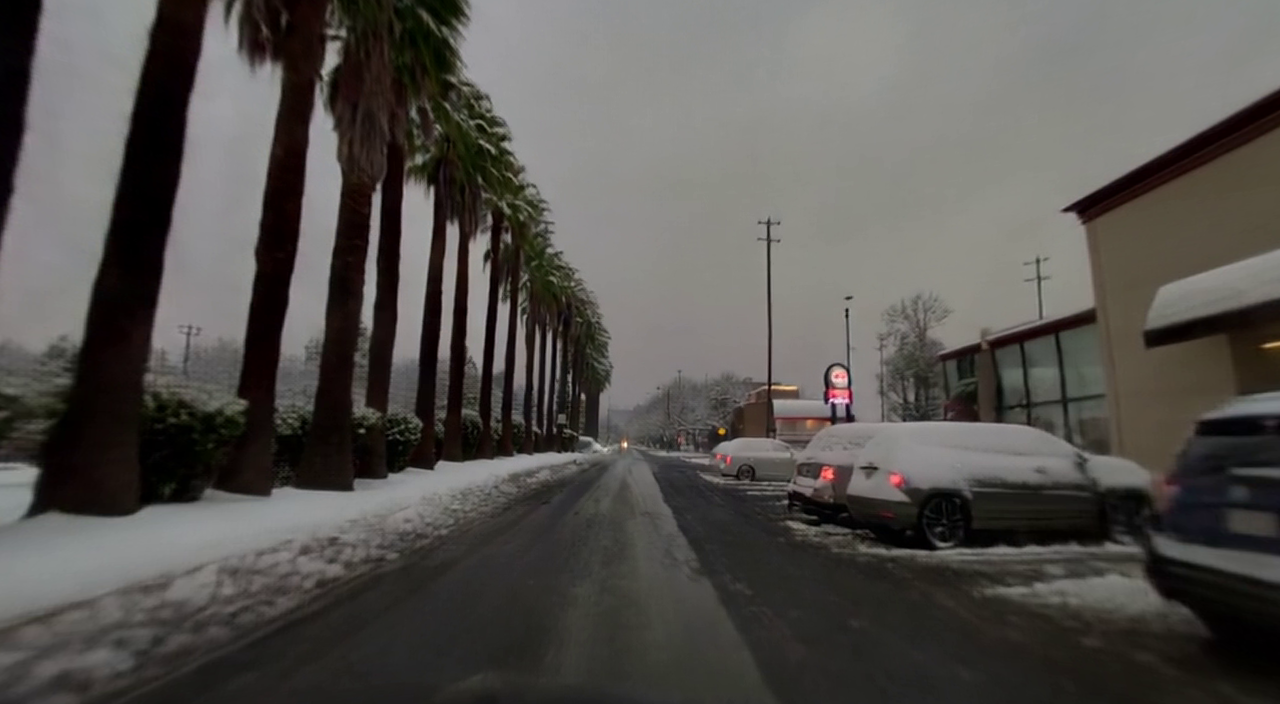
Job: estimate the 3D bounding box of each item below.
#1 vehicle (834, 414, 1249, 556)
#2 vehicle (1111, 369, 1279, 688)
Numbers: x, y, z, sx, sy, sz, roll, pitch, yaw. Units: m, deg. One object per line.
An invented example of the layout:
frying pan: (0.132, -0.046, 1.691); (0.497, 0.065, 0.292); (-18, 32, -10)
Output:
vehicle: (5.559, 1.872, 9.250); (4.743, 1.800, 1.952); (1, -9, -3)
vehicle: (5.735, 1.089, 3.776); (4.237, 1.771, 1.995); (2, -10, -2)
